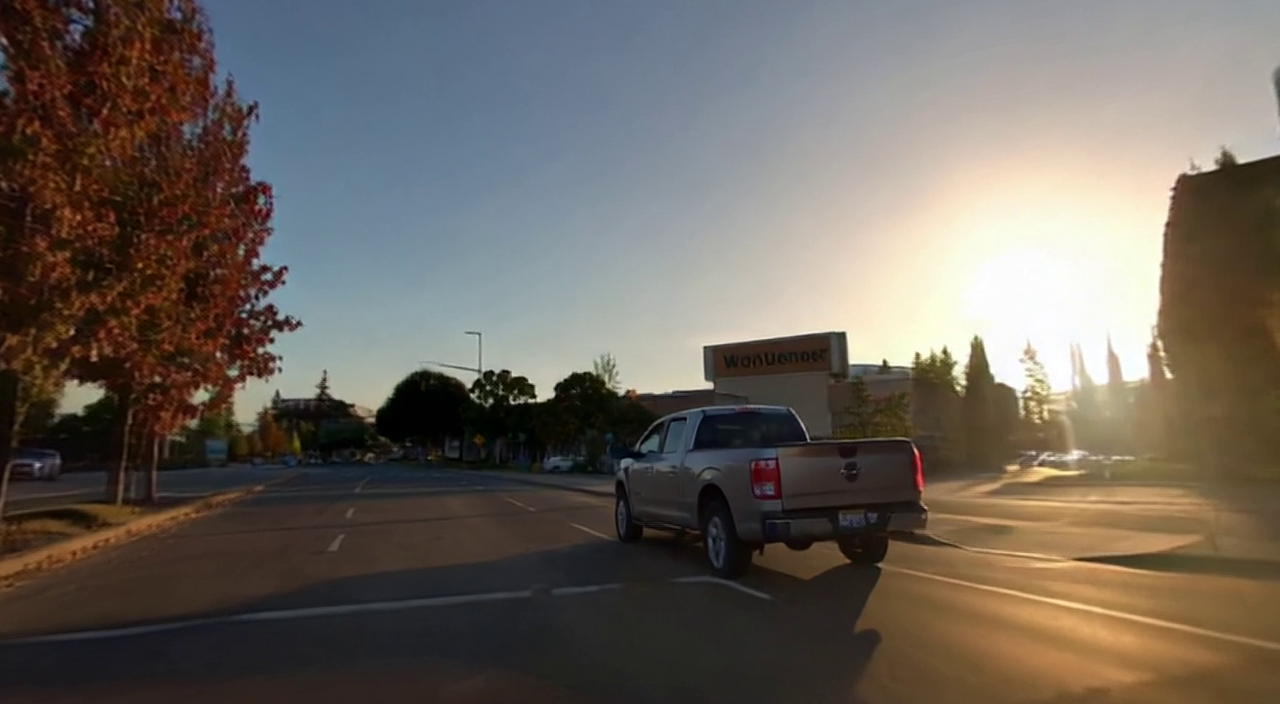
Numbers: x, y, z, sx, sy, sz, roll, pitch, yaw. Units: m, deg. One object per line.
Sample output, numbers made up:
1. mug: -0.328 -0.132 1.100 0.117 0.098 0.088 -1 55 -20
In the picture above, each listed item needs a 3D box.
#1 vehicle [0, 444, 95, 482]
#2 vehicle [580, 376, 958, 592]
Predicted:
1. vehicle: -29.789 5.615 31.835 2.037 1.725 4.632 5 -11 -23
2. vehicle: 1.109 1.730 8.751 2.402 1.922 5.677 5 -11 -20
